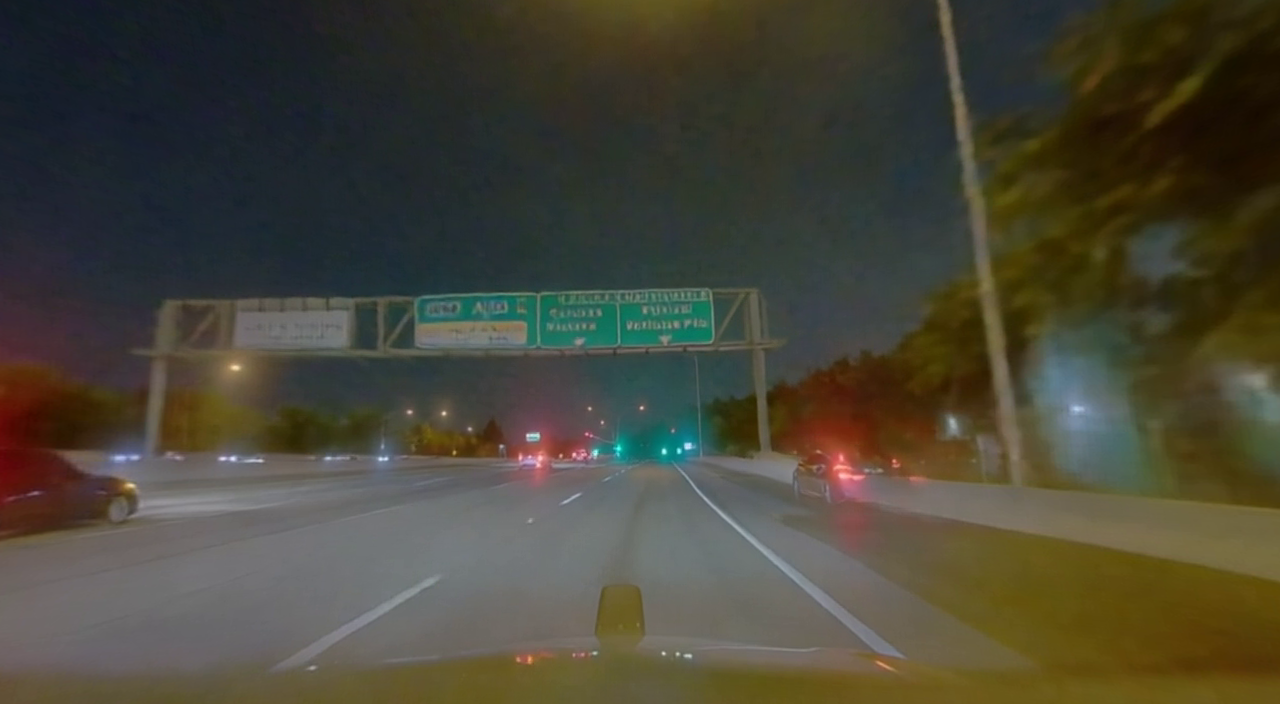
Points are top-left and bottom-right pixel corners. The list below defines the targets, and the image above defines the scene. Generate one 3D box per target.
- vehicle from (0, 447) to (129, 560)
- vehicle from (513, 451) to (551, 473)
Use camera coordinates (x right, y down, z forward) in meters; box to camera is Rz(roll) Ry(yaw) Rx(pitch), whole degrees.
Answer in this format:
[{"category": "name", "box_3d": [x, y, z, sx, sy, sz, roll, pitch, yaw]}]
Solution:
[{"category": "vehicle", "box_3d": [-9.640, 2.067, 8.540, 1.829, 1.520, 4.505, -1, -9, -3]}, {"category": "vehicle", "box_3d": [-7.876, 8.065, 46.454, 2.271, 1.537, 4.029, -1, -9, -2]}]
